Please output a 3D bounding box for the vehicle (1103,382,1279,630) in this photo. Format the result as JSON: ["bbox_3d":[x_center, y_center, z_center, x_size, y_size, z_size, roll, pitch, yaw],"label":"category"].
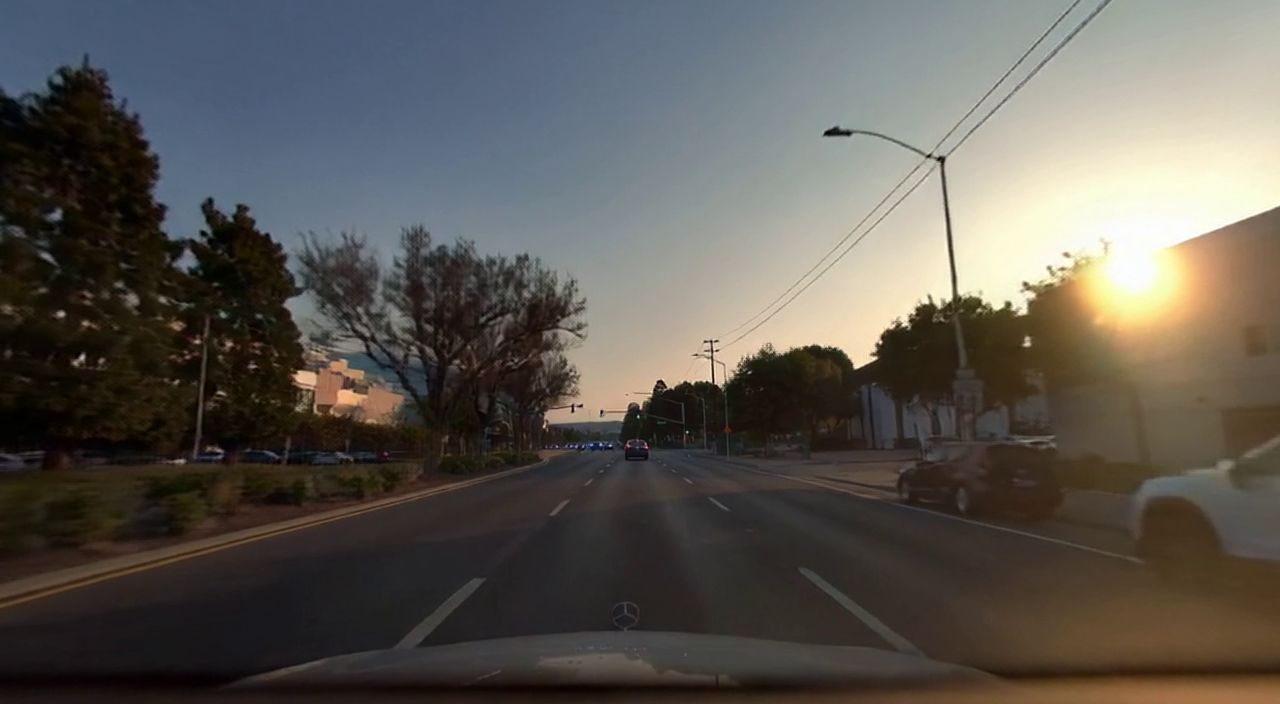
[{"bbox_3d":[5.883,1.003,3.792,2.295,1.804,4.971,0,-8,-2],"label":"vehicle"}]

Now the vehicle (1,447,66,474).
[{"bbox_3d":[-44.371,7.912,46.358,2.122,1.792,4.859,4,-10,-28],"label":"vehicle"}]

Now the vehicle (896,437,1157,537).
[{"bbox_3d":[6.720,2.355,11.762,1.959,1.466,4.528,0,-8,0],"label":"vehicle"}]

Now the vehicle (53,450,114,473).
[{"bbox_3d":[-39.092,7.678,44.487,1.920,1.534,4.933,4,-10,-26],"label":"vehicle"}]
